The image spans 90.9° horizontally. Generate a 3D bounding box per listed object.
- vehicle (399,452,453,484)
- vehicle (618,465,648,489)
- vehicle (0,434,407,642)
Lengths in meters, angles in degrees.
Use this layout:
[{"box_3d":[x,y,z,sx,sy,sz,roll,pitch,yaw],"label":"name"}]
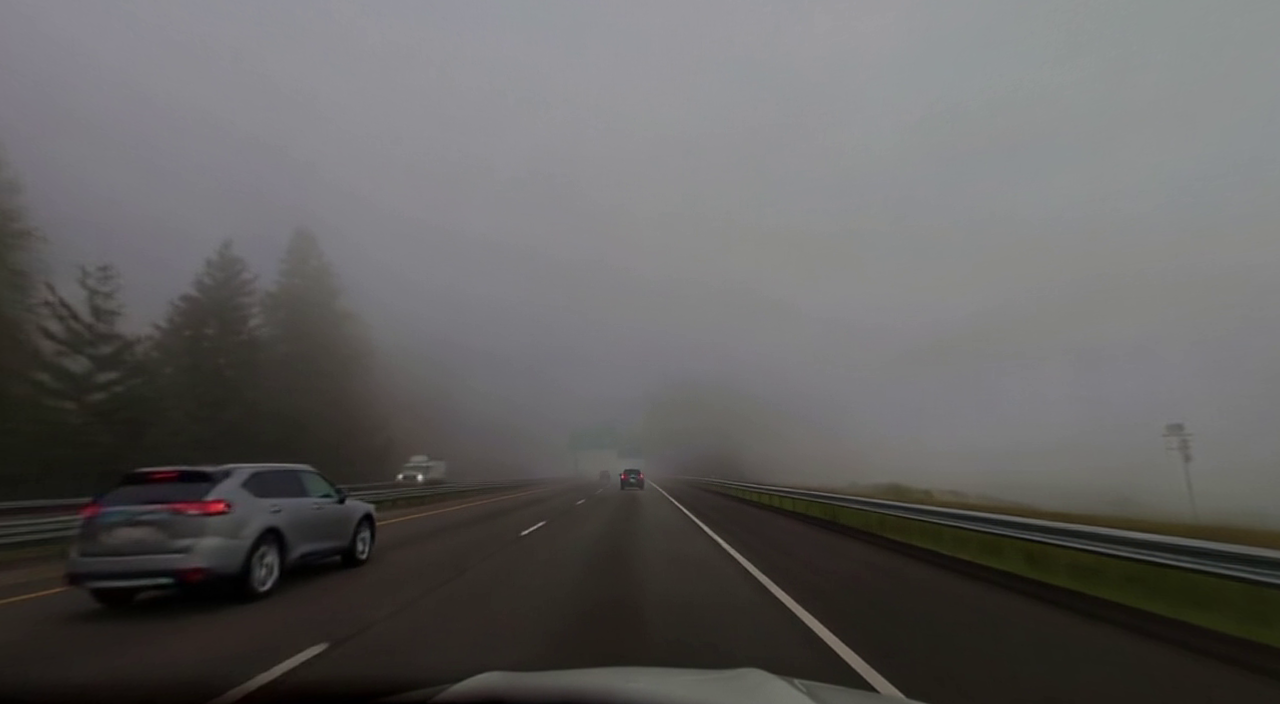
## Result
[{"box_3d":[-16.837,9.179,49.836,2.216,2.293,5.474,1,-11,1],"label":"vehicle"},{"box_3d":[-0.541,9.466,47.795,2.107,1.668,4.554,1,-11,-1],"label":"vehicle"},{"box_3d":[-4.413,1.773,6.873,2.003,1.479,4.363,1,-11,0],"label":"vehicle"}]
